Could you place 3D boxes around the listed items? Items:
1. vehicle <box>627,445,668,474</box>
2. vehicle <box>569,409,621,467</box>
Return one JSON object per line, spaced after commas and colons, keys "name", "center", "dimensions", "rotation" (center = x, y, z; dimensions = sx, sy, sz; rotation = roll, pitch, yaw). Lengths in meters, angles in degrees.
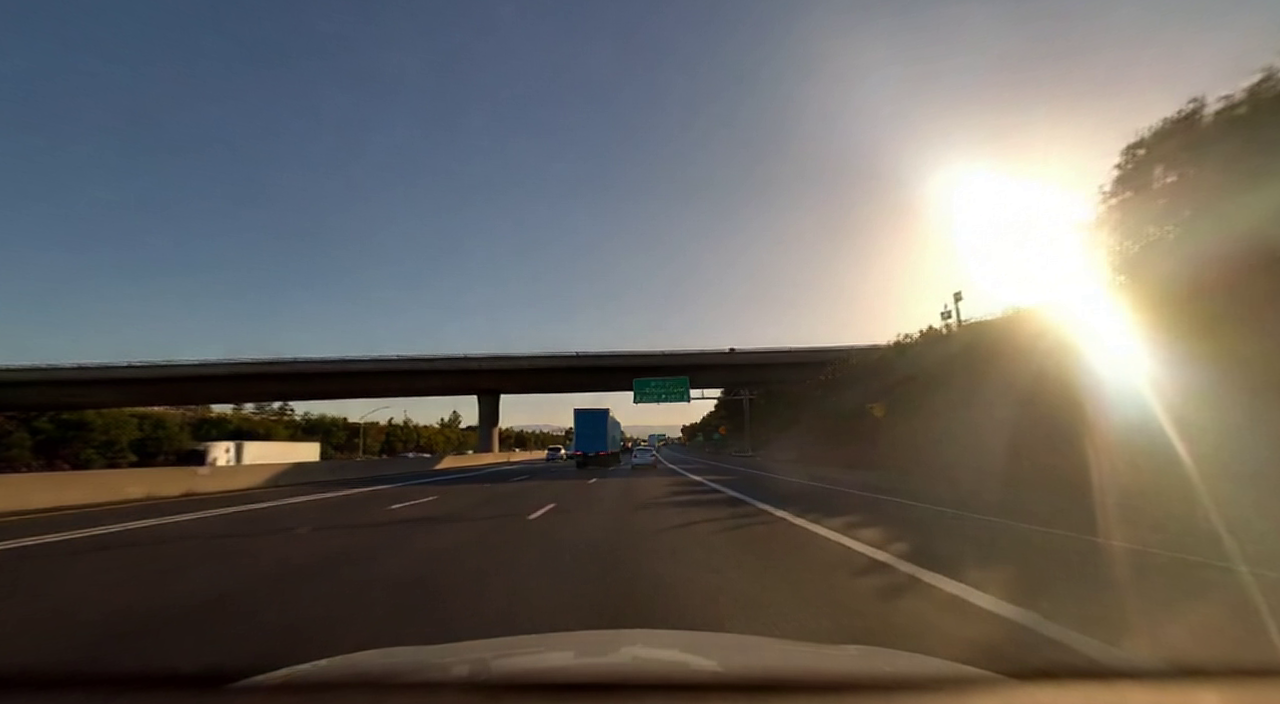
{"name": "vehicle", "center": [0.382, 5.775, 34.101], "dimensions": [2.066, 1.469, 4.050], "rotation": [0, -9, 0]}
{"name": "vehicle", "center": [-3.259, 6.794, 49.018], "dimensions": [3.053, 3.948, 11.288], "rotation": [0, -9, 1]}
